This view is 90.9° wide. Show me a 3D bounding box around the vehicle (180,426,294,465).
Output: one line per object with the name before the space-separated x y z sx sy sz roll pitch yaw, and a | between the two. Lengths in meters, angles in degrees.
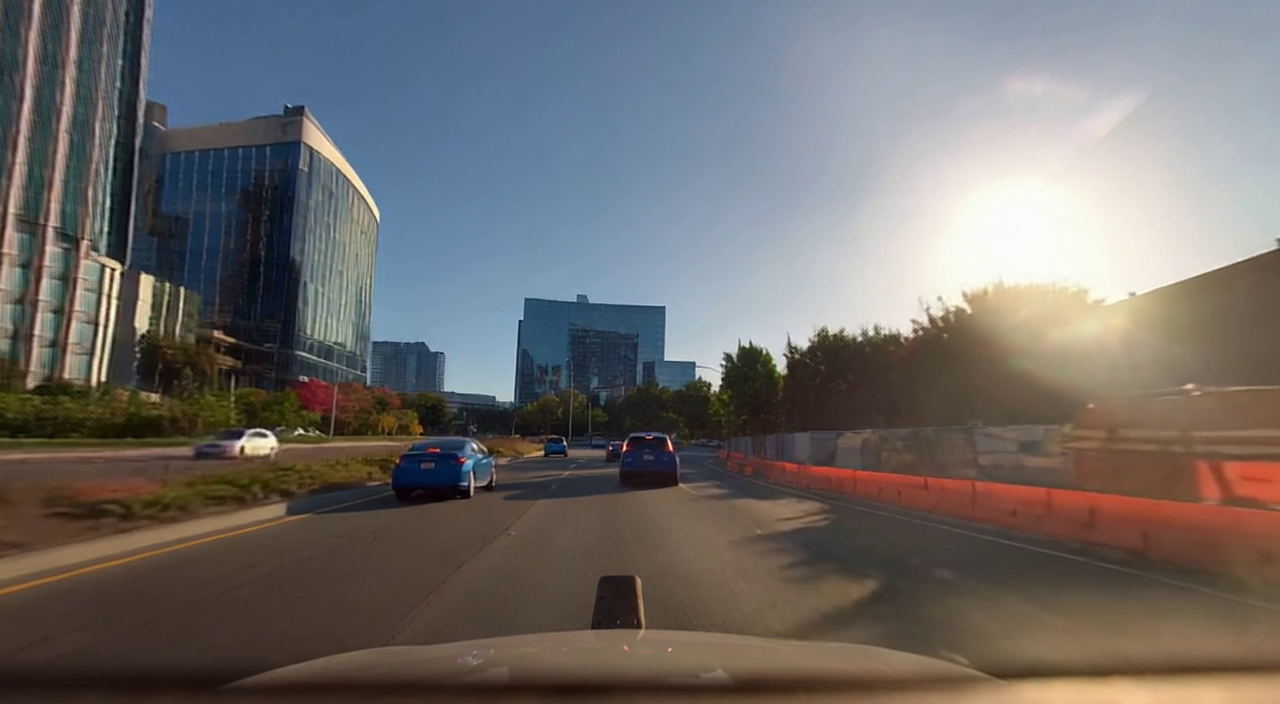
vehicle | -15.920 3.715 25.185 1.758 1.383 4.409 0 -8 -2

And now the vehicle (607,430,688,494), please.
vehicle | 0.272 2.853 16.760 1.913 1.499 3.581 0 -8 3

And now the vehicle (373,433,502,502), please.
vehicle | -4.675 2.690 15.202 1.848 1.406 4.013 0 -8 -1

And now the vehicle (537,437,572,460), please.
vehicle | -5.709 6.481 42.657 1.888 1.486 4.310 0 -8 -2
